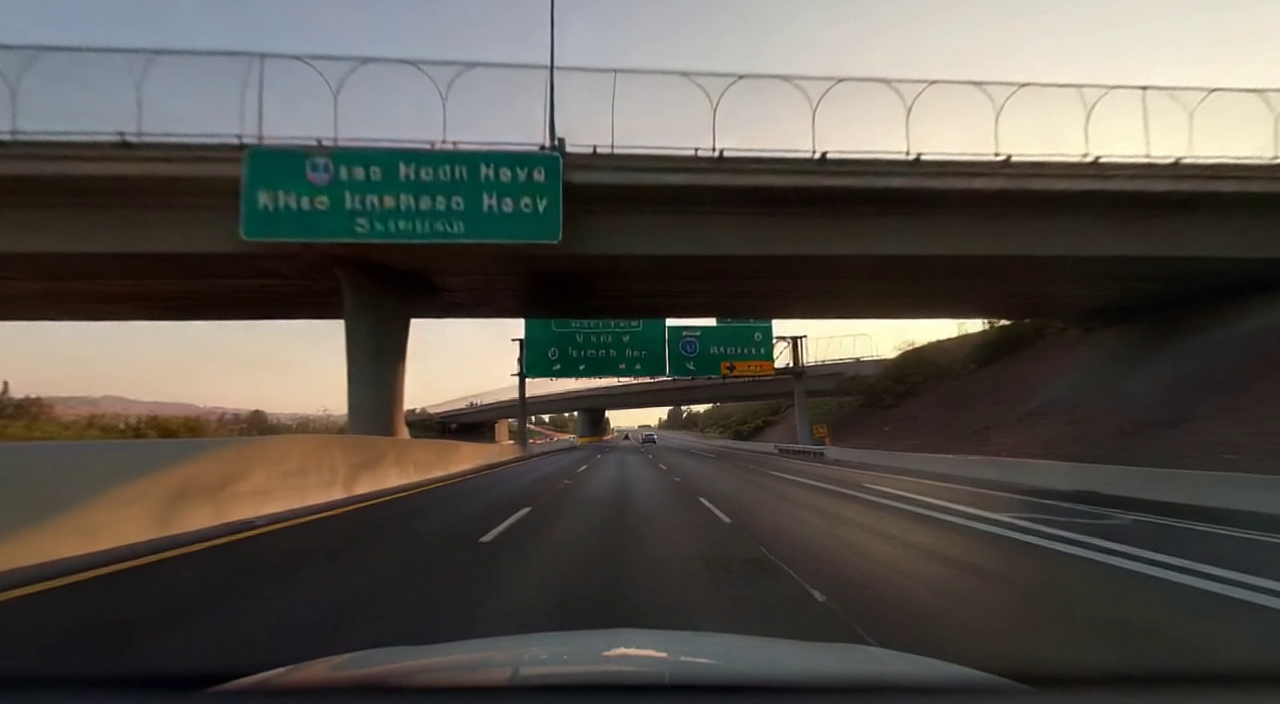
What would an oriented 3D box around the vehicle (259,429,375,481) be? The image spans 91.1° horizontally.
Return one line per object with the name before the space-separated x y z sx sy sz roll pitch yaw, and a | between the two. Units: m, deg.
vehicle | -12.489 3.982 24.734 2.065 1.794 4.794 0 -8 -1
